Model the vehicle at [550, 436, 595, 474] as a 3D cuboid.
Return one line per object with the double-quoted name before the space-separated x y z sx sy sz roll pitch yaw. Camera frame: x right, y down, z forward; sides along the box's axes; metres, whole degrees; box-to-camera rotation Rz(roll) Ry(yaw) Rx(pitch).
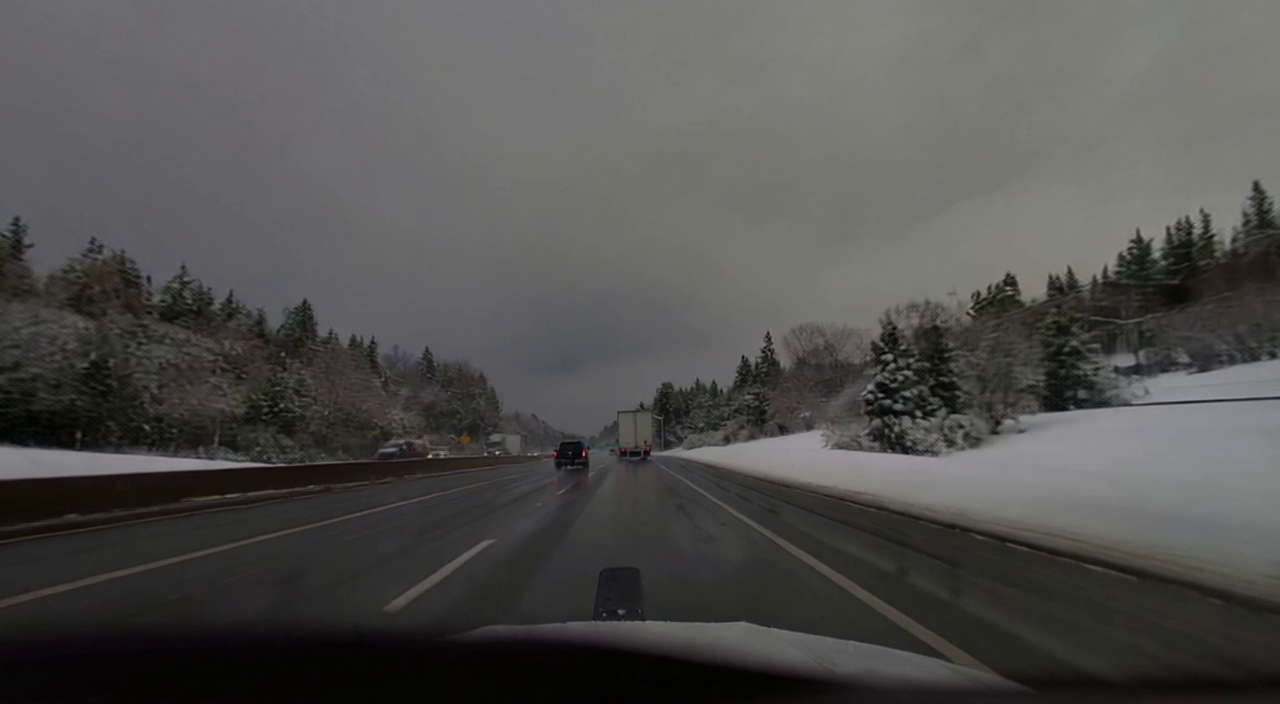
"vehicle" -3.591 5.578 34.364 2.139 1.925 4.312 0 -9 -3
